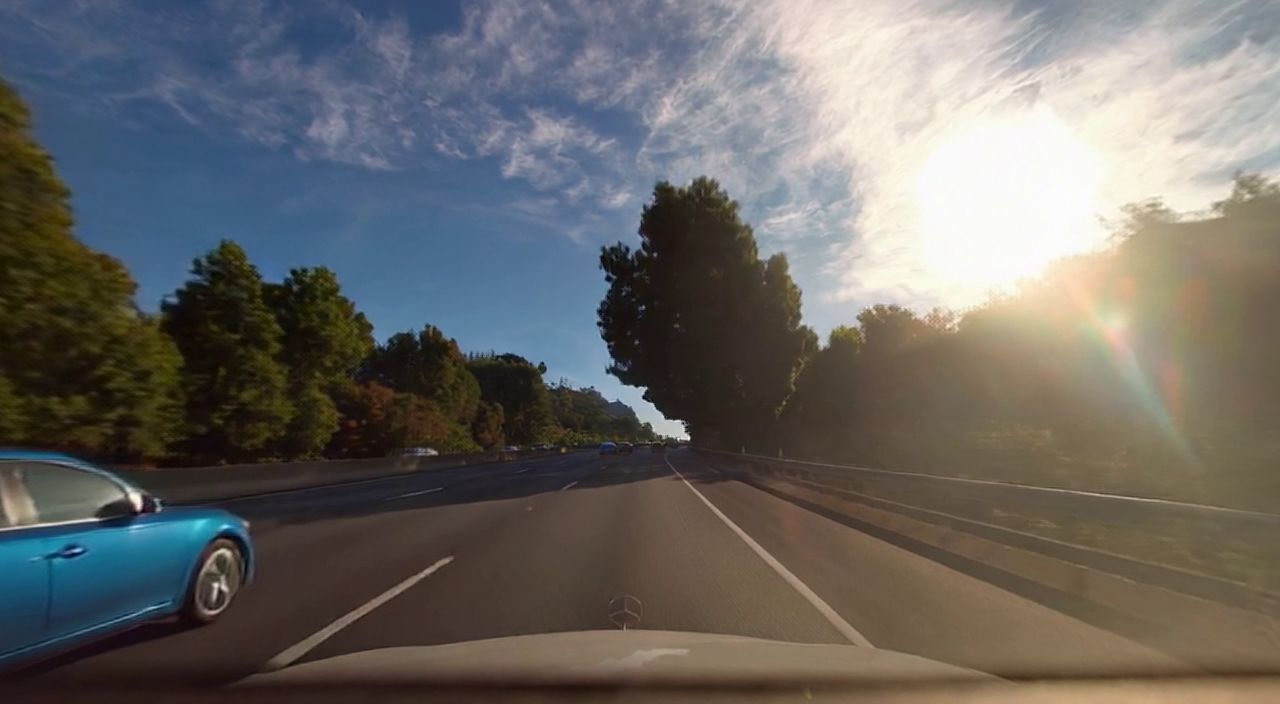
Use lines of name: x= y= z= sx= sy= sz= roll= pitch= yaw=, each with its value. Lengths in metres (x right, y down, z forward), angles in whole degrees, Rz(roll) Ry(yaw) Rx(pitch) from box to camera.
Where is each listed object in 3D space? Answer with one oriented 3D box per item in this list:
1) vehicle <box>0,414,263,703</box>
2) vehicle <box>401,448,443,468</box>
vehicle: x=-4.190 y=1.016 z=2.947 sx=1.996 sy=1.454 sz=4.495 roll=0 pitch=-8 yaw=1
vehicle: x=-15.672 y=7.654 z=45.420 sx=1.754 sy=1.352 sz=3.547 roll=0 pitch=-8 yaw=0
